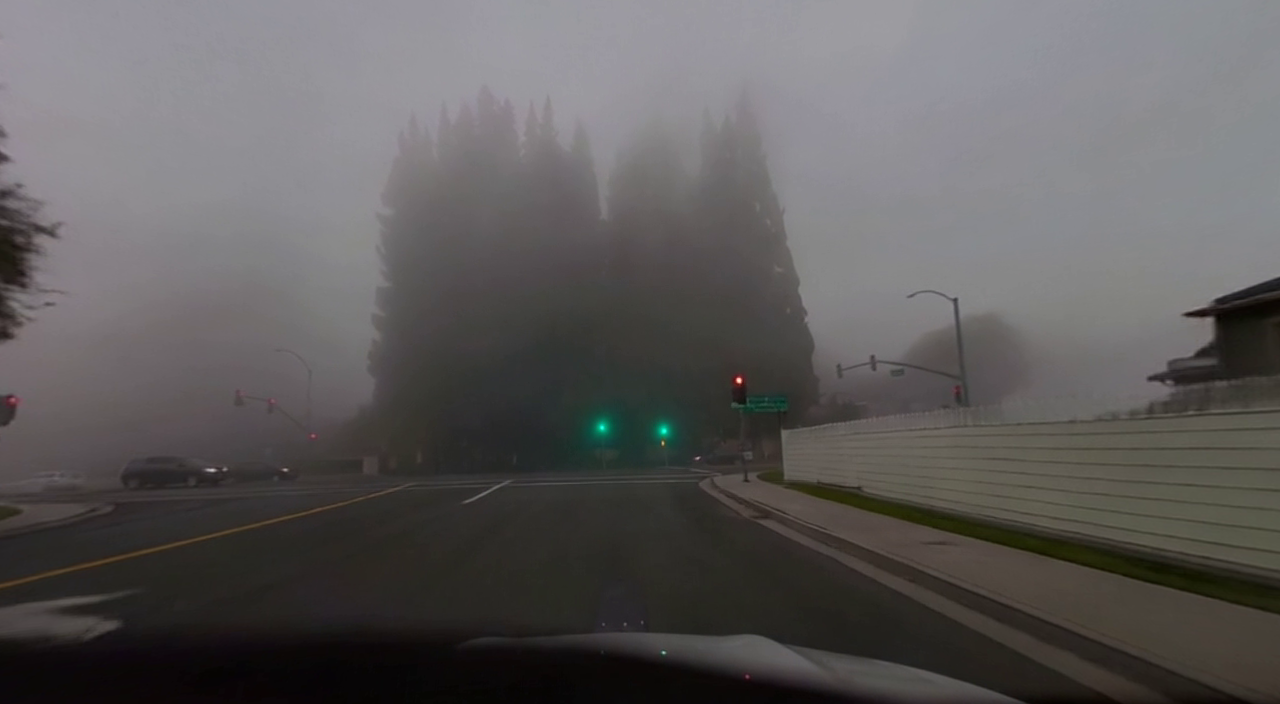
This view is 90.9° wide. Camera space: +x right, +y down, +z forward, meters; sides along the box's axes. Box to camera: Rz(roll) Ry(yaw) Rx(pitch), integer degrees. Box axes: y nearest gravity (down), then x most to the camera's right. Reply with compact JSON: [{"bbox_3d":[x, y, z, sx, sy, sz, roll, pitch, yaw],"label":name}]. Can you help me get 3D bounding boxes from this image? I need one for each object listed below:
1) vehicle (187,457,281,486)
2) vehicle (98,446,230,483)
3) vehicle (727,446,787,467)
[{"bbox_3d":[-26.534,7.777,41.314,4.664,1.728,1.959,1,-8,-7],"label":"vehicle"},{"bbox_3d":[-25.524,6.040,34.007,5.107,1.749,2.254,0,-9,-7],"label":"vehicle"},{"bbox_3d":[9.070,8.090,48.984,4.106,1.583,1.806,1,-8,-9],"label":"vehicle"}]
